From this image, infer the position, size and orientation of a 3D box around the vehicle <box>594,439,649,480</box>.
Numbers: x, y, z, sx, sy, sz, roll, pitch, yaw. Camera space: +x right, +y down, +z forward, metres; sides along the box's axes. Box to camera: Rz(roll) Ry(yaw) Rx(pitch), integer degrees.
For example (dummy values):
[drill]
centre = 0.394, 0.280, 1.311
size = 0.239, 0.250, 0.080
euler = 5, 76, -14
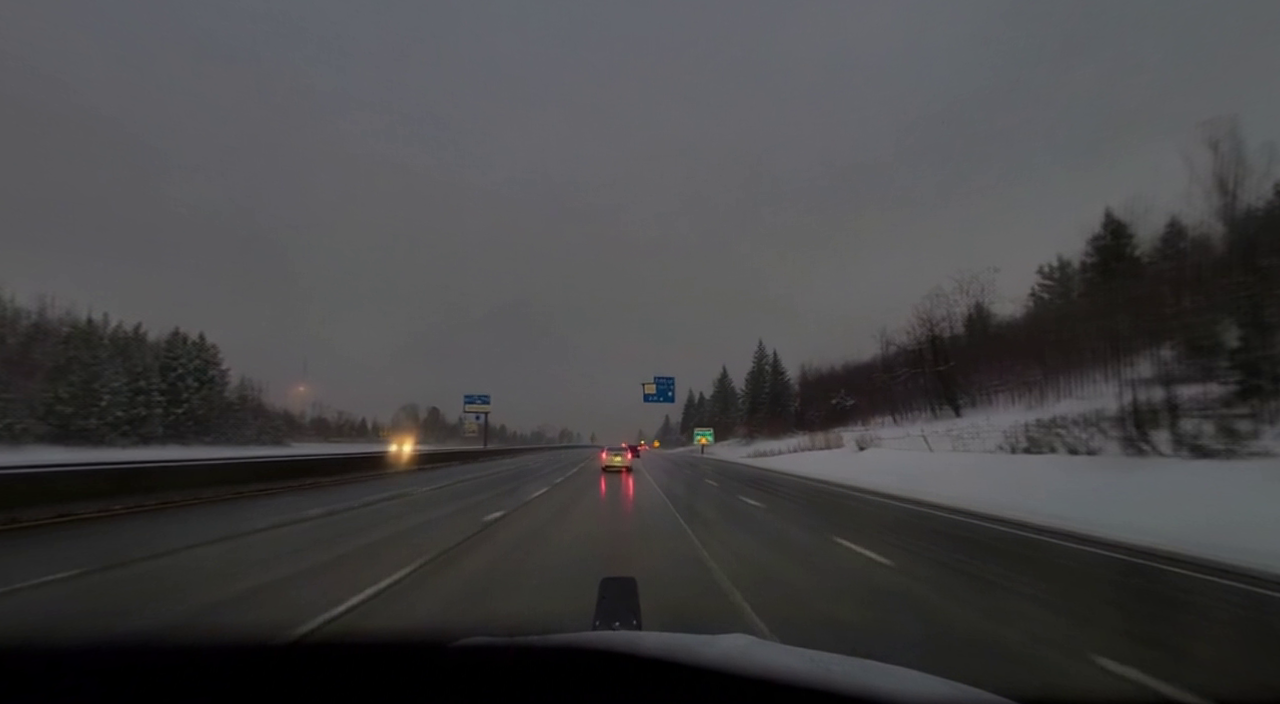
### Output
[vehicle]
centre = -0.708, 4.356, 25.675
size = 2.055, 1.509, 4.255
euler = 0, -9, 0
